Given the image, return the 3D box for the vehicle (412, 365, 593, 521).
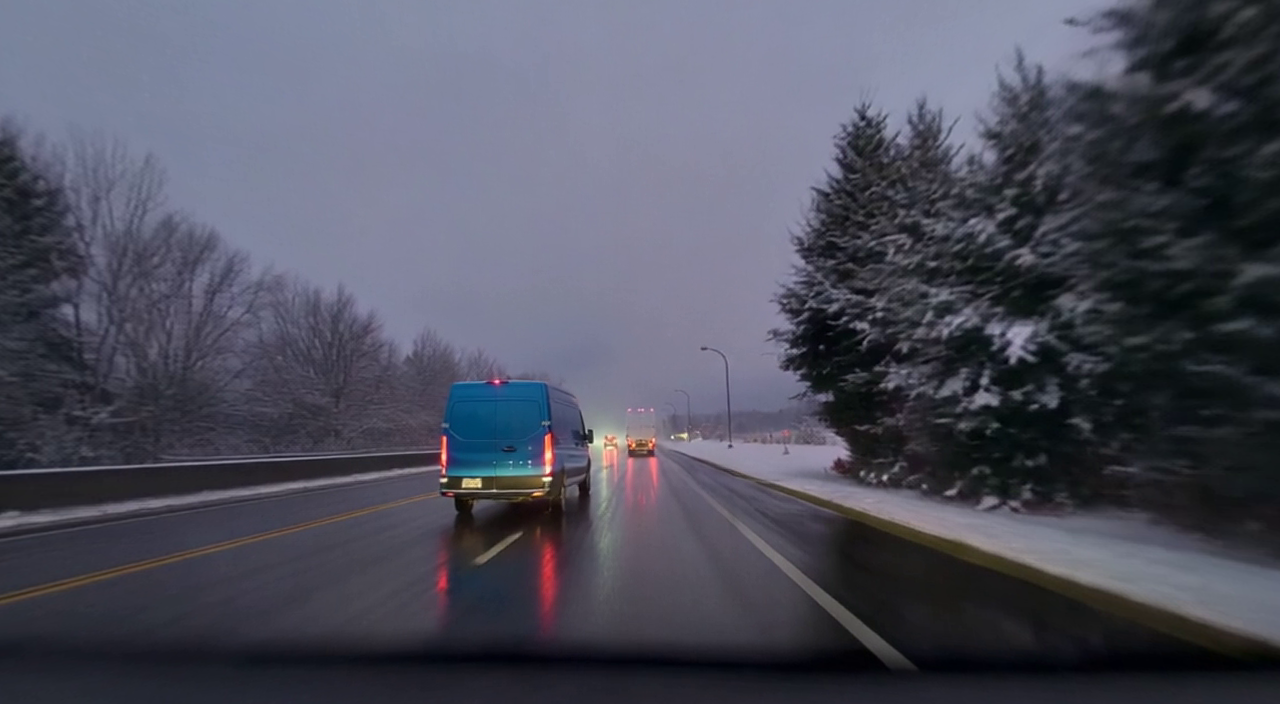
[{"bbox_3d":[-2.555,1.957,13.720,2.497,2.628,6.016,0,-8,1],"label":"vehicle"}]
